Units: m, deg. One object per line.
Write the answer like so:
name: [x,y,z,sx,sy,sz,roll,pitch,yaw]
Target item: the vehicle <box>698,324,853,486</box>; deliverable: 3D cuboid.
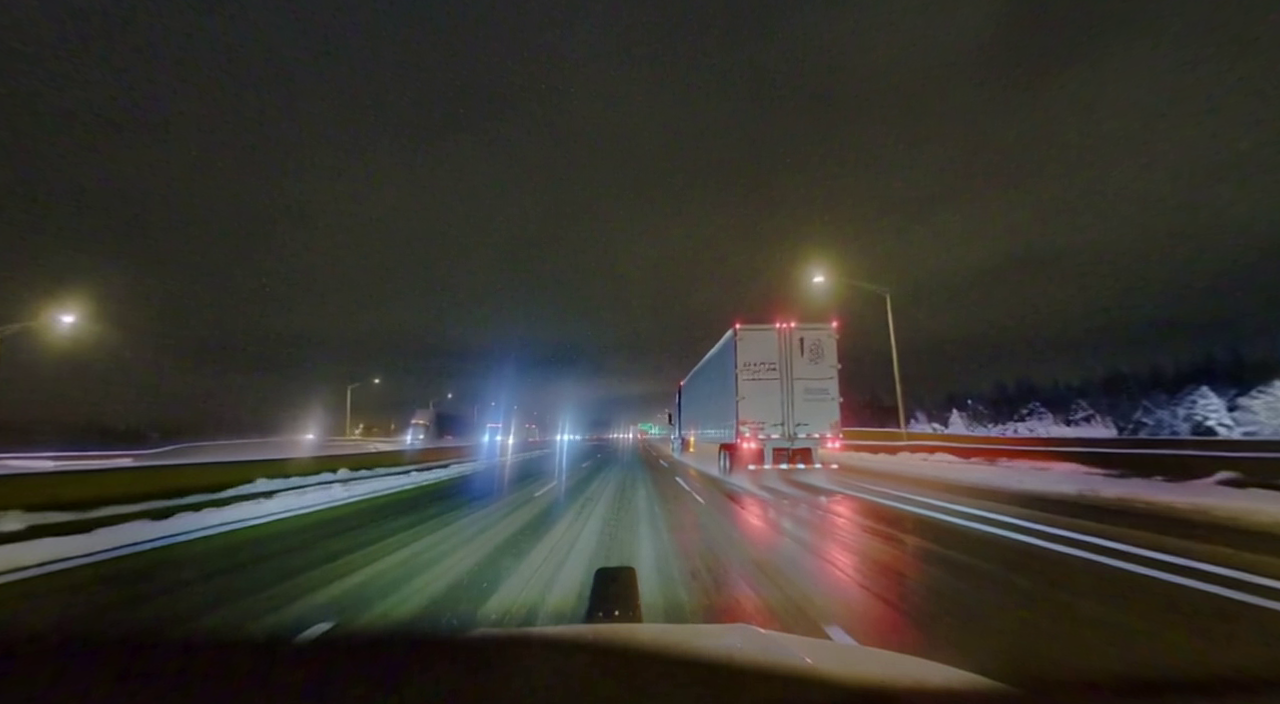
vehicle: [3.716,1.853,19.802,2.859,3.981,8.596,0,-8,0]
